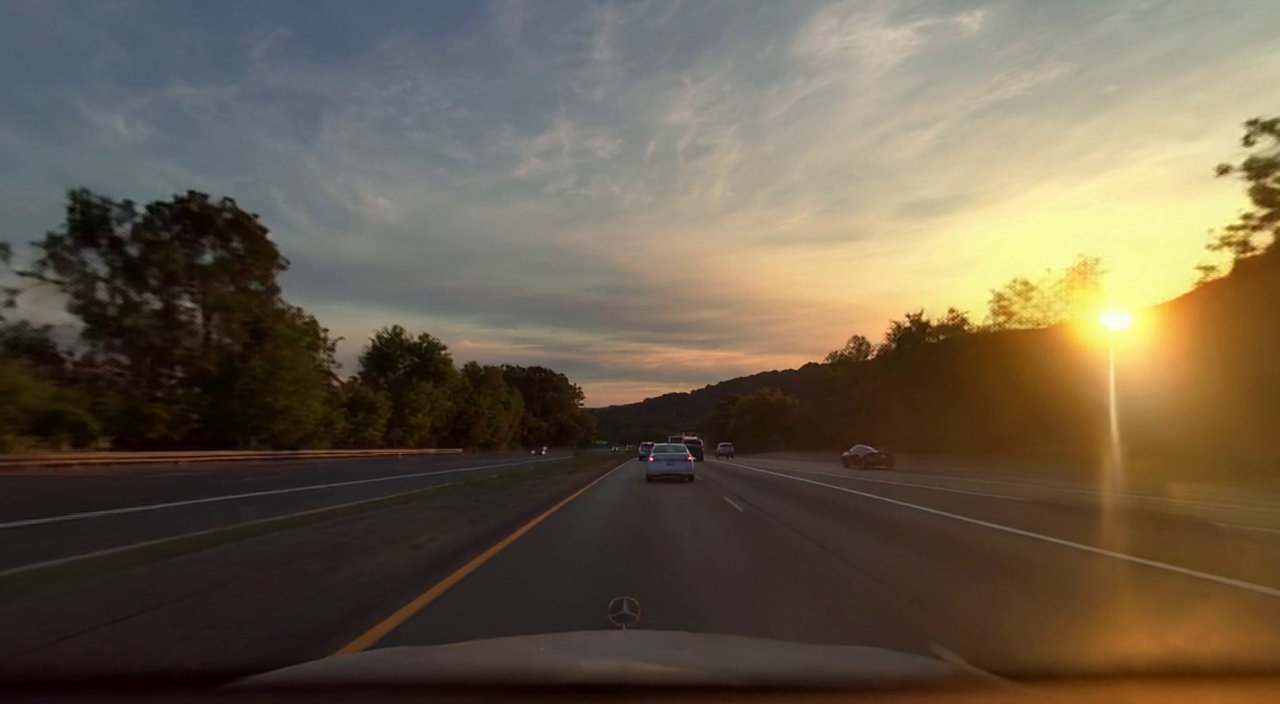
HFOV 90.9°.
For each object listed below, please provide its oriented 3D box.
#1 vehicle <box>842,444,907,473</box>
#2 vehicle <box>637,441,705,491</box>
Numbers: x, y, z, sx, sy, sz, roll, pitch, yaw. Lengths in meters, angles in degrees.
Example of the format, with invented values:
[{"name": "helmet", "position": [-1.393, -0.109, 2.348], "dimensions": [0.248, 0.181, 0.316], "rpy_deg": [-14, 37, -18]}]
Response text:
[{"name": "vehicle", "position": [12.672, 5.782, 34.315], "dimensions": [1.926, 1.483, 3.528], "rpy_deg": [1, -9, -4]}, {"name": "vehicle", "position": [0.943, 3.756, 21.151], "dimensions": [2.053, 1.483, 4.185], "rpy_deg": [0, -9, 0]}]
